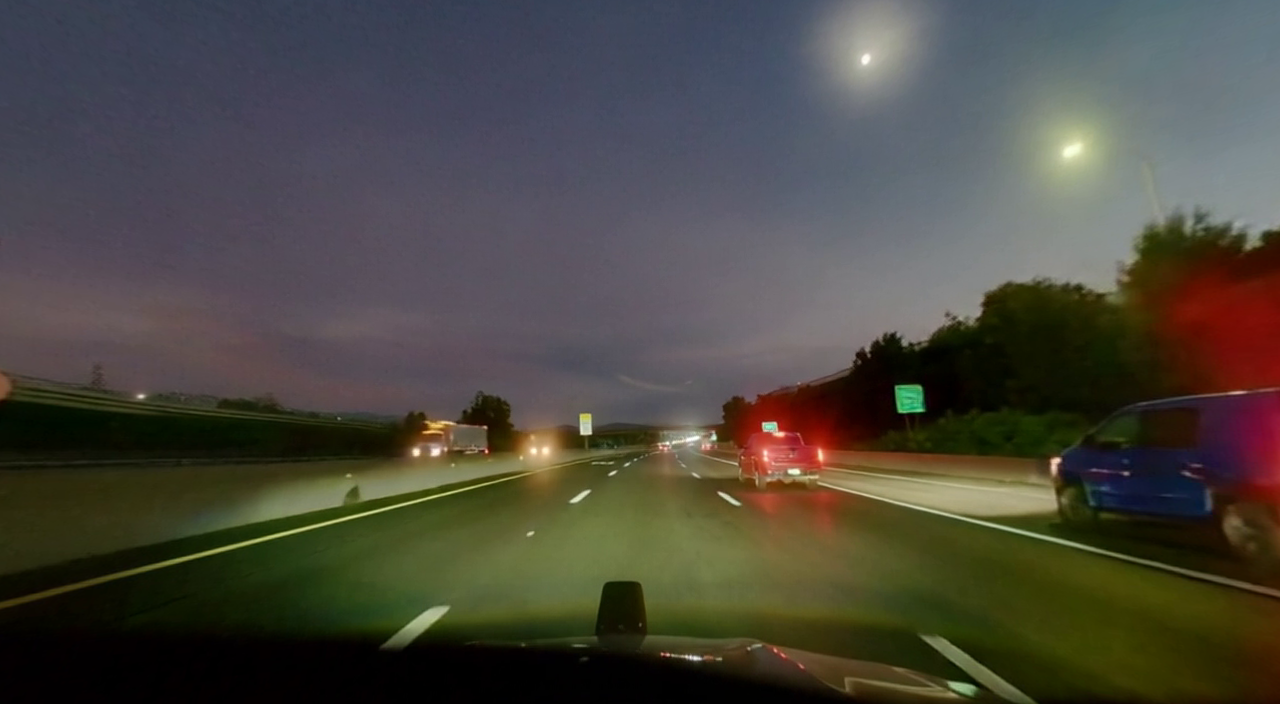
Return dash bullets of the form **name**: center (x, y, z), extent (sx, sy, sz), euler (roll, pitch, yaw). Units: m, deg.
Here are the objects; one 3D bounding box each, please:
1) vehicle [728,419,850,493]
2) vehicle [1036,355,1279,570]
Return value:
- **vehicle**: center (4.531, 3.294, 20.330), extent (2.505, 2.020, 5.532), euler (0, -8, -1)
- **vehicle**: center (8.057, 1.393, 8.171), extent (2.229, 2.317, 5.399), euler (0, -8, -1)
